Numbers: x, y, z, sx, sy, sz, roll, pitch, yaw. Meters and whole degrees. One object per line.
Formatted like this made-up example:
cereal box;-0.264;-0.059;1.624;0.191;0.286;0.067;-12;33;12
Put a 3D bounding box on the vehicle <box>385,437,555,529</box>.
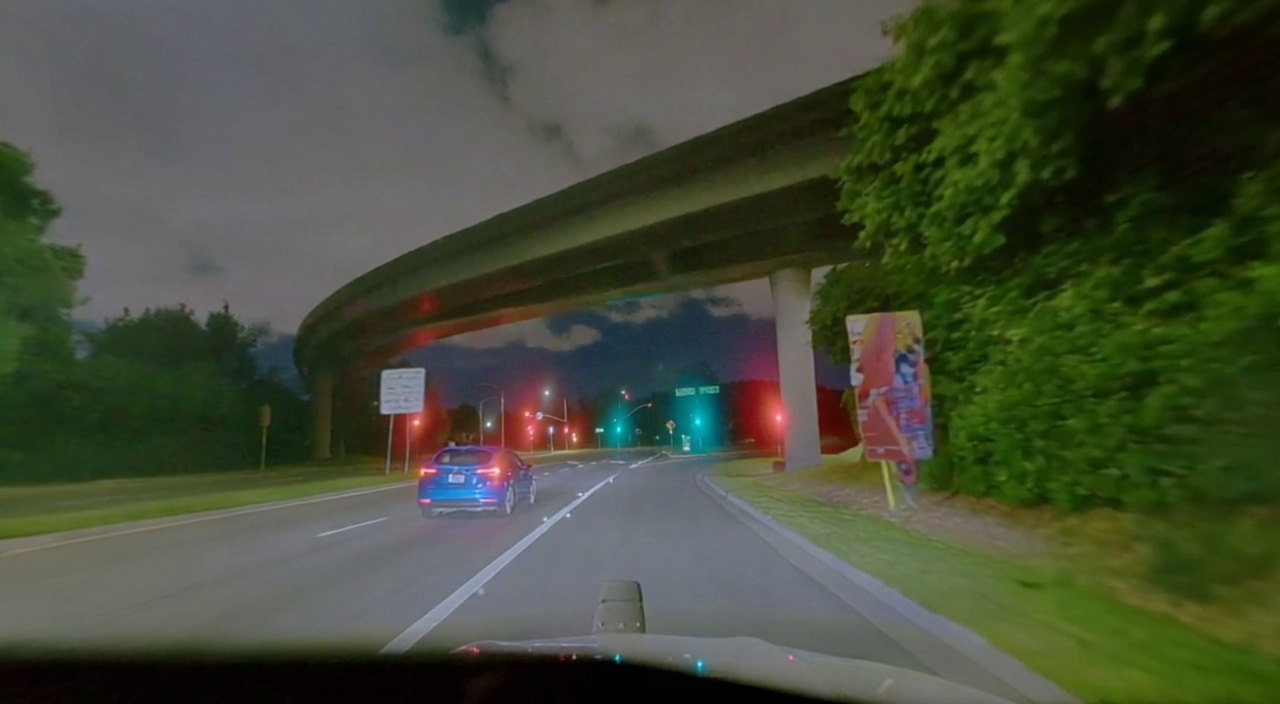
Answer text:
vehicle;-3.078;2.499;12.593;1.963;1.460;4.614;-1;-9;2
